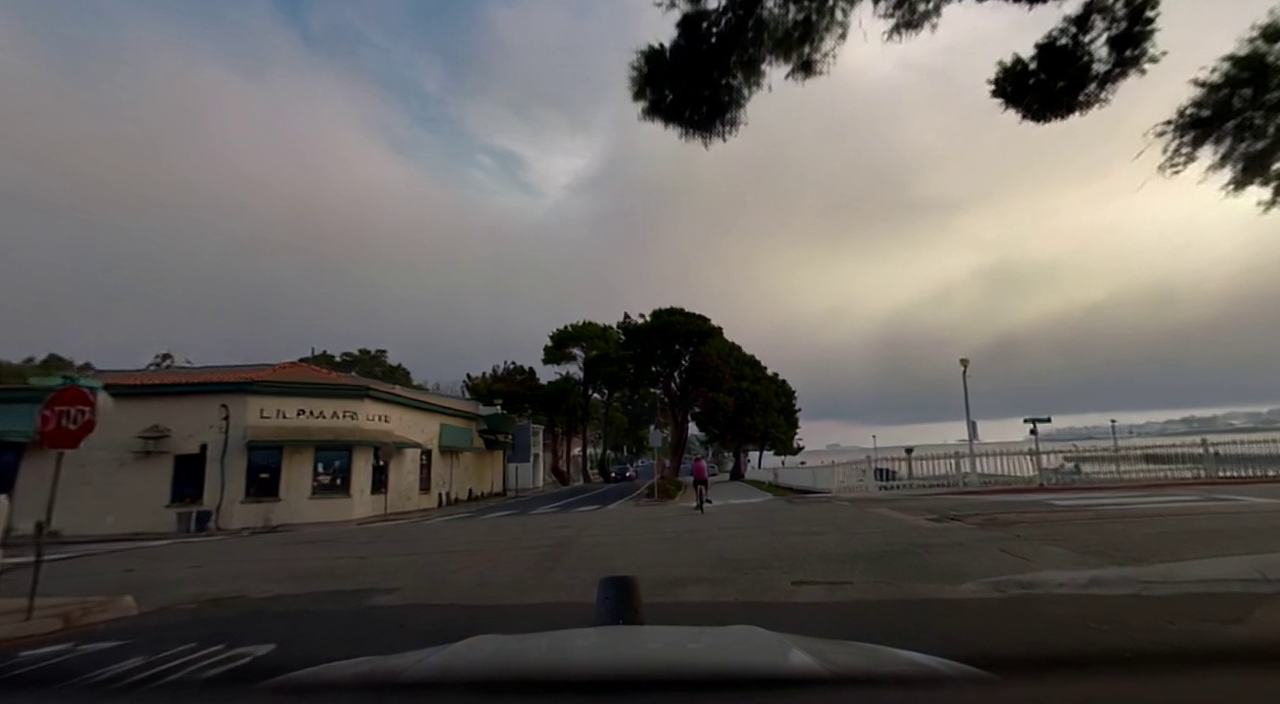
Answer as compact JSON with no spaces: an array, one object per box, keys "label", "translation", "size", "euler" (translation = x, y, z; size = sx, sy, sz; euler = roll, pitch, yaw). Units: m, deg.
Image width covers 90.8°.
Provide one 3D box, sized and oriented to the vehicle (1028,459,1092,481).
[{"label":"vehicle","translation":[32.364,9.093,48.710],"size":[3.794,1.403,1.636],"euler":[-2,-10,-5]}]
